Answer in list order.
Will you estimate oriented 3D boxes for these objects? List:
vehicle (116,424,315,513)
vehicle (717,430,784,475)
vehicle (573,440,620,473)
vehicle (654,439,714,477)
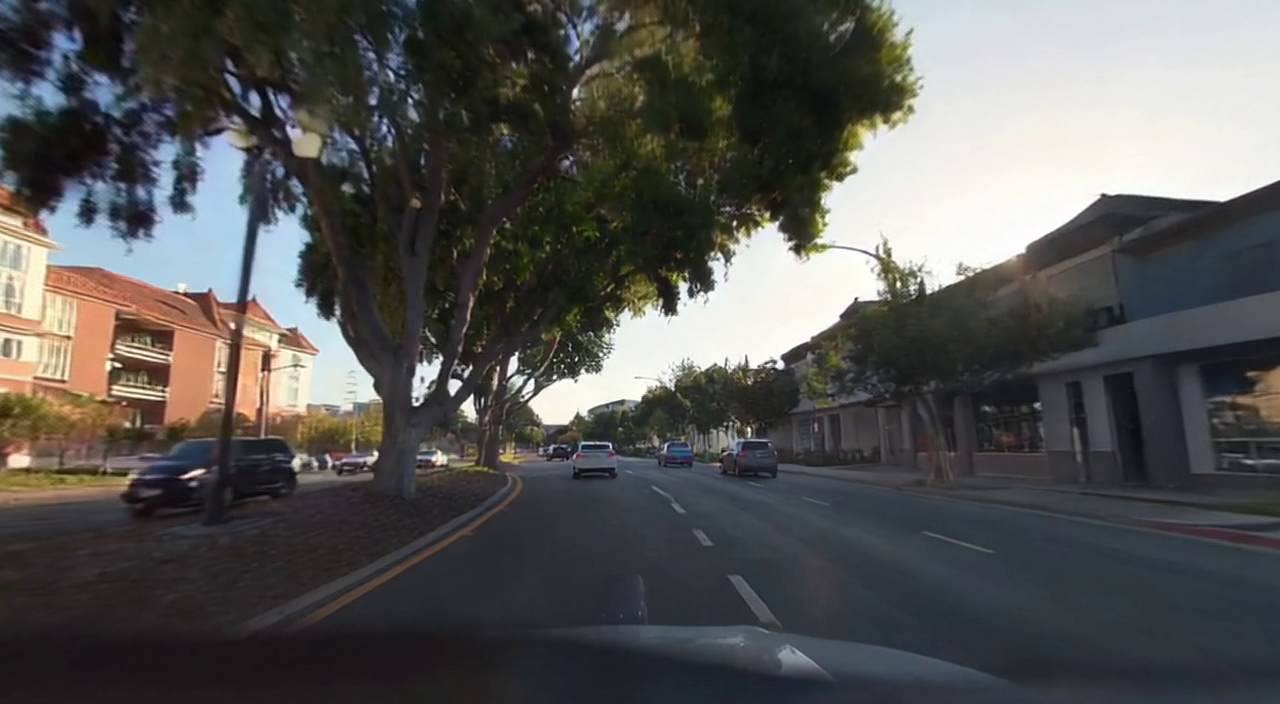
[{"bbox_3d":[-10.335,2.860,15.948,2.166,1.867,4.459,0,-9,-5],"label":"vehicle"},{"bbox_3d":[5.242,4.892,30.757,2.052,1.990,4.736,0,-9,-5],"label":"vehicle"},{"bbox_3d":[-2.113,4.991,30.310,2.101,1.444,4.248,0,-9,-5],"label":"vehicle"},{"bbox_3d":[1.810,4.560,27.352,1.993,1.477,4.240,0,-9,-4],"label":"vehicle"}]
